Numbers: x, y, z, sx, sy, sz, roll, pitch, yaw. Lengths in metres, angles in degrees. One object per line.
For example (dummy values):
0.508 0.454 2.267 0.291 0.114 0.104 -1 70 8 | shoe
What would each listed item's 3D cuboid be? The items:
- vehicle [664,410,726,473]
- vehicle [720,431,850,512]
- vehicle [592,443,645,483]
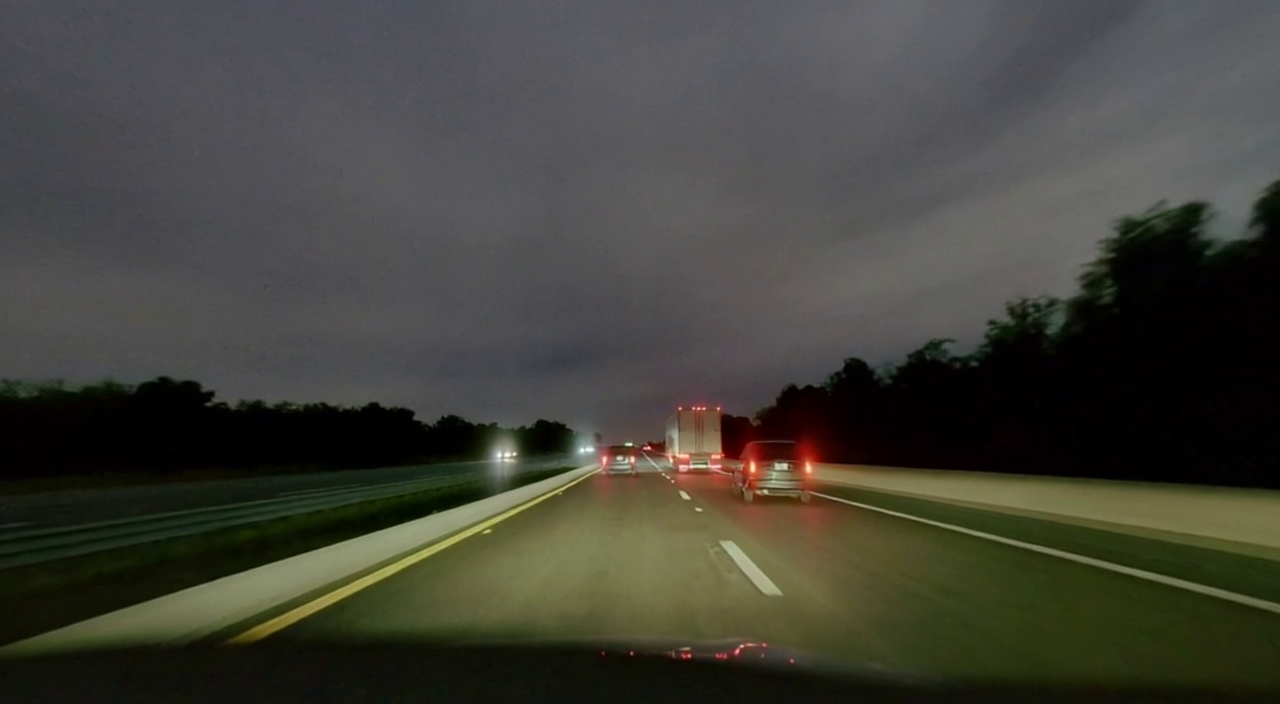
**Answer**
3.559 6.297 43.833 3.143 3.880 10.117 0 -9 -2 | vehicle
3.385 2.907 15.665 2.230 1.715 4.243 0 -9 0 | vehicle
-0.915 4.971 28.358 2.181 1.653 4.691 0 -9 0 | vehicle
